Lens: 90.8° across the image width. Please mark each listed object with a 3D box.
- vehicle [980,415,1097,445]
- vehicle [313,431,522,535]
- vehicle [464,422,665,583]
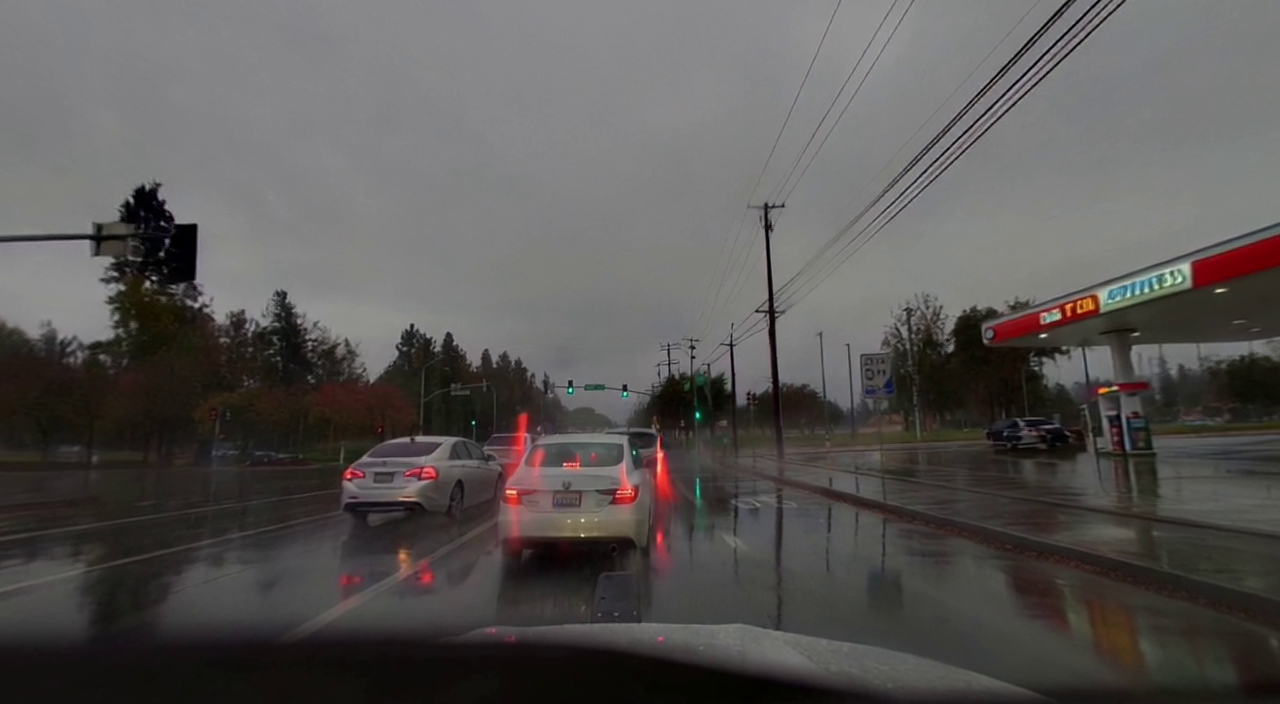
[{"bbox_3d":[21.273,4.198,33.868,4.874,1.502,2.048,0,-9,-1],"label":"vehicle"},{"bbox_3d":[-3.733,2.292,11.731,1.995,1.506,4.773,0,-8,2],"label":"vehicle"},{"bbox_3d":[-0.648,1.761,8.299,1.916,1.510,4.447,0,-8,2],"label":"vehicle"}]
